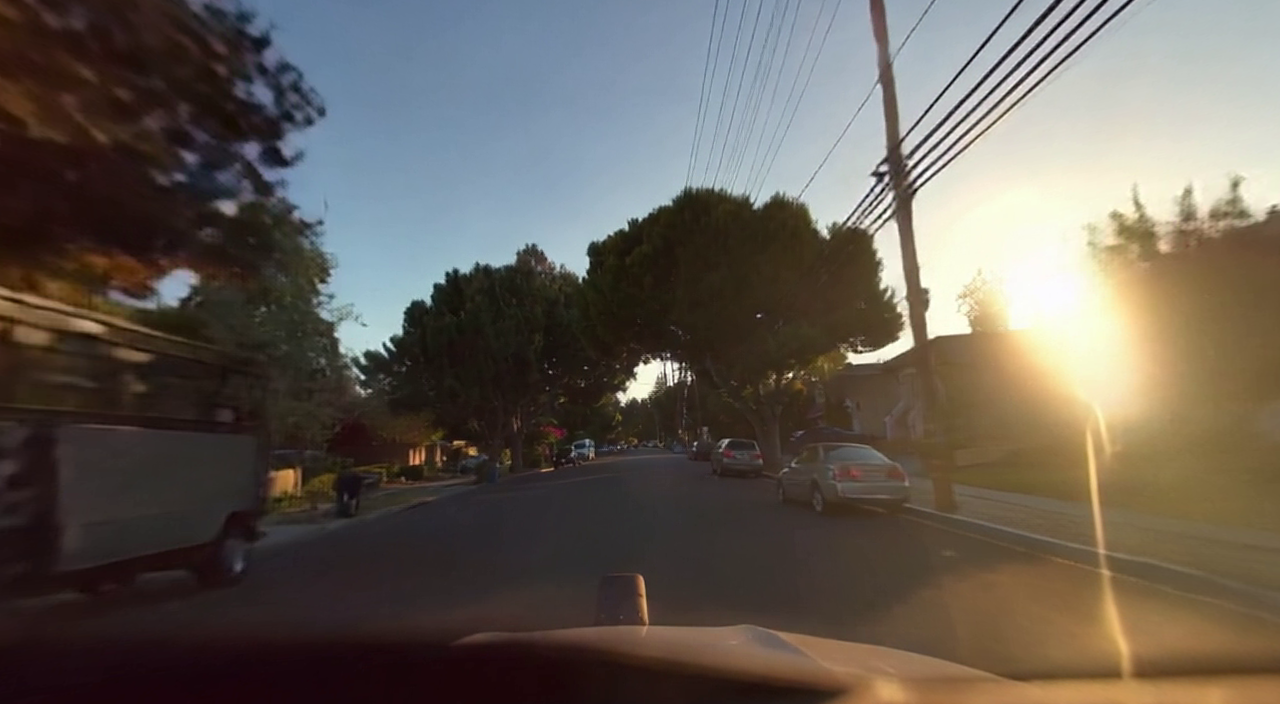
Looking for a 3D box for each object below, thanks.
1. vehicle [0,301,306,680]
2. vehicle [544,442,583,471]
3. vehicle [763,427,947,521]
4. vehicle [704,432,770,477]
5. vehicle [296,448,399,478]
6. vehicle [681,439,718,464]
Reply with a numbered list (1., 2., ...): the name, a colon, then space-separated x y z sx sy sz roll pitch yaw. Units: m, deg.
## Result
1. vehicle: -6.060 1.300 6.192 2.313 2.875 6.057 -3 -8 0
2. vehicle: -5.692 7.817 47.631 2.213 1.786 4.674 -6 -8 -1
3. vehicle: 4.023 2.365 12.845 2.016 1.544 4.645 0 -8 -1
4. vehicle: 4.021 4.350 26.997 2.105 1.755 4.749 0 -8 1
5. vehicle: -19.402 7.349 42.065 5.746 1.830 2.162 0 -8 -1
6. vehicle: 4.103 6.904 44.050 2.040 1.640 4.153 0 -8 -2
